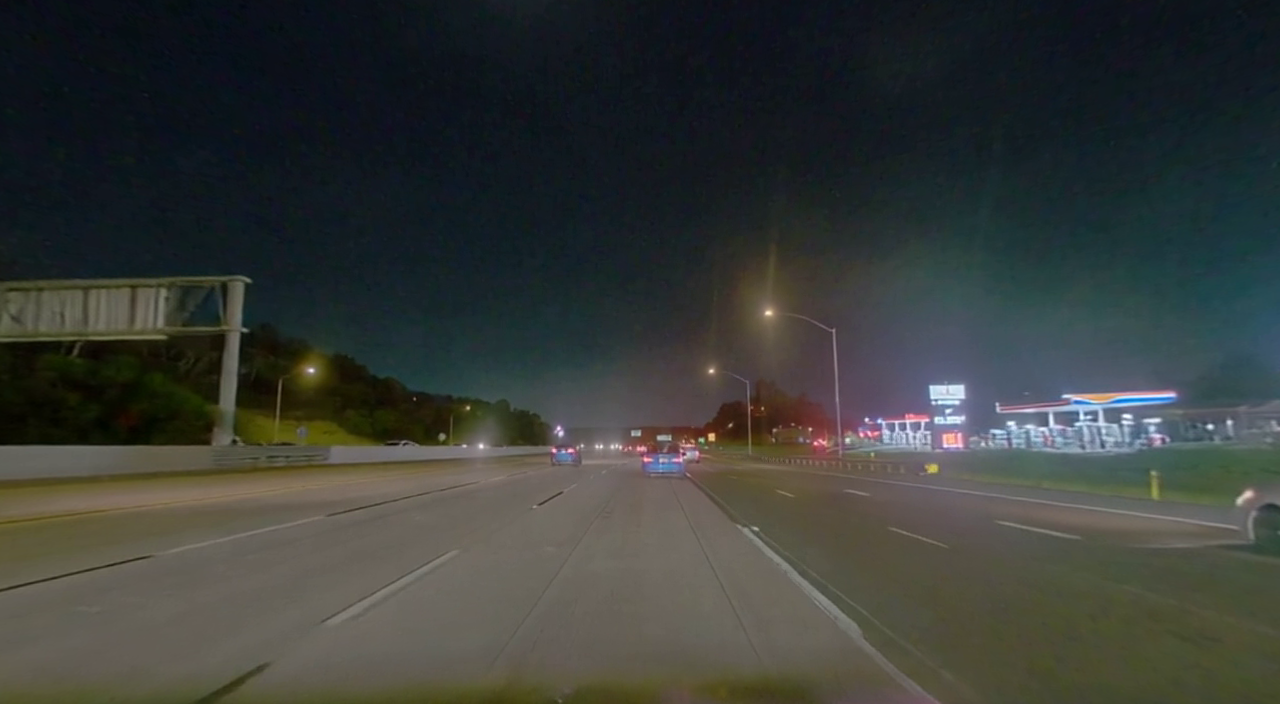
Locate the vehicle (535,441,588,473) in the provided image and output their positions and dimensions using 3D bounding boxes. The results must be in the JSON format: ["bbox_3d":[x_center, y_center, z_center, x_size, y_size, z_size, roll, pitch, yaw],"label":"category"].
[{"bbox_3d":[-4.000,5.427,32.868,2.047,1.497,4.208,0,-8,2],"label":"vehicle"}]

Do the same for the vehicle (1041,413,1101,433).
[{"bbox_3d":[33.417,5.542,49.038,1.782,1.506,3.935,0,-8,-2],"label":"vehicle"}]

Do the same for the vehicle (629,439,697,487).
[{"bbox_3d":[0.754,3.772,21.780,2.113,1.464,4.073,0,-8,1],"label":"vehicle"}]

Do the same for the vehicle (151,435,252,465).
[{"bbox_3d":[-25.148,5.643,36.464,1.948,1.623,5.279,0,-8,2],"label":"vehicle"}]

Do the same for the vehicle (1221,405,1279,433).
[{"bbox_3d":[35.448,3.728,34.927,1.781,1.456,4.462,7,-10,-38],"label":"vehicle"}]
